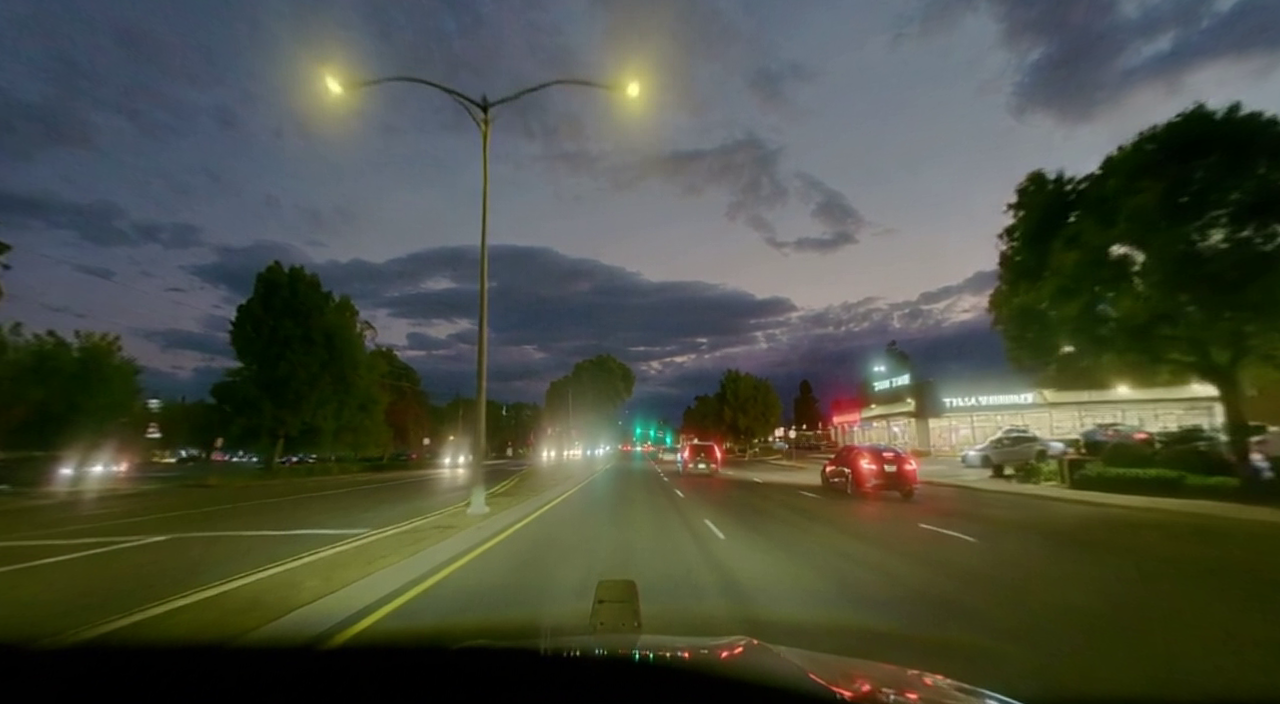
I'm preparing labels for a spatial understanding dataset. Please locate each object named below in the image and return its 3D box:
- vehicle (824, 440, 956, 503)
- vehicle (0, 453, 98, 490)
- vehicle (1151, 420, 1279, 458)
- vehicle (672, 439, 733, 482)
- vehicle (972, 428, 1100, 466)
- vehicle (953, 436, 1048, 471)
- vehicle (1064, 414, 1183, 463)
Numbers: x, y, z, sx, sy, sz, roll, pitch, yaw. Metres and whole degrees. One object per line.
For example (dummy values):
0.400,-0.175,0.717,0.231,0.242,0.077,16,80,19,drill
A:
6.788,3.268,17.653,1.886,1.528,4.169,0,-9,-1,vehicle
-33.691,6.612,35.213,1.999,1.834,4.697,-1,-9,9,vehicle
33.390,5.137,36.751,2.307,2.019,5.604,0,-9,-1,vehicle
2.618,4.696,27.455,2.161,1.676,4.151,0,-9,-1,vehicle
22.823,5.536,36.818,2.858,2.005,6.831,0,-8,-2,vehicle
18.687,5.272,32.759,3.719,1.537,1.807,-3,-9,-1,vehicle
28.185,5.135,37.067,2.438,2.602,5.677,0,-9,0,vehicle
